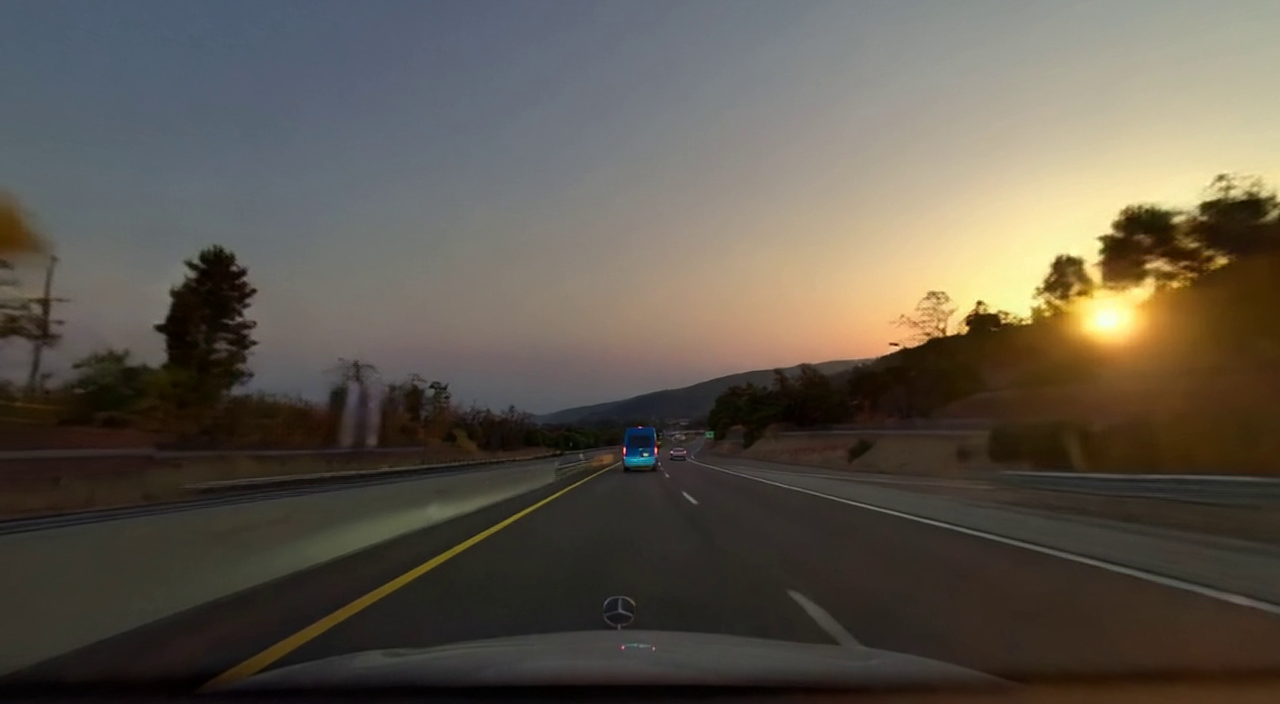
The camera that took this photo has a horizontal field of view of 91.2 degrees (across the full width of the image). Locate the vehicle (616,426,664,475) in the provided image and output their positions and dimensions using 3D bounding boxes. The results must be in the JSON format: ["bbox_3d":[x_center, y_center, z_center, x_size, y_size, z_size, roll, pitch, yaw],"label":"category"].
[{"bbox_3d":[0.018,5.714,36.392,2.560,2.598,5.581,0,-9,0],"label":"vehicle"}]
